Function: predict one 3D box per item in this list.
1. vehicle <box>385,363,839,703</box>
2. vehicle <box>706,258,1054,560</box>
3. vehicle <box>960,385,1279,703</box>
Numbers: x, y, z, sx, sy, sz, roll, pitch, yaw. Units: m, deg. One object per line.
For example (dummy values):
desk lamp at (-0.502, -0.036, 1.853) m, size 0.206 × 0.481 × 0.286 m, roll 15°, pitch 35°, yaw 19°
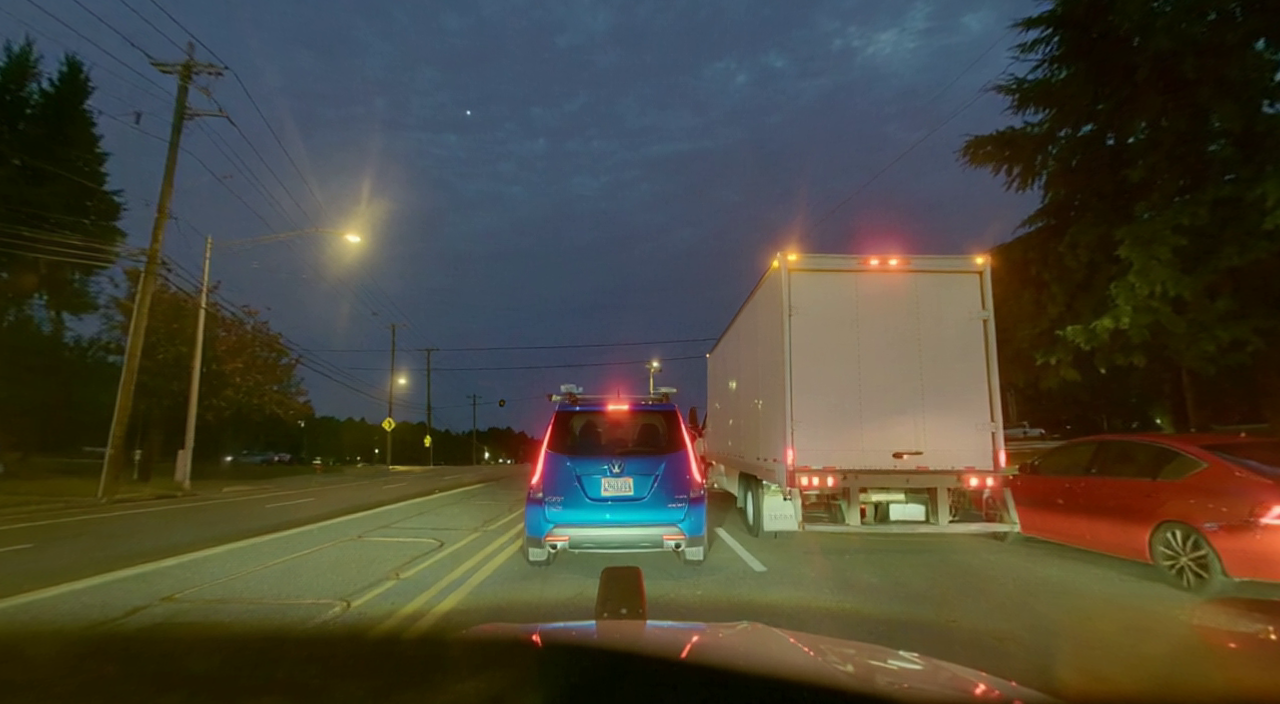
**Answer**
vehicle at (-0.127, 1.227, 5.134) m, size 2.114 × 1.732 × 4.230 m, roll 0°, pitch -8°, yaw 0°
vehicle at (3.228, 1.250, 11.832) m, size 2.915 × 3.559 × 8.848 m, roll 0°, pitch -8°, yaw -1°
vehicle at (2.826, 0.749, 1.190) m, size 1.971 × 1.484 × 4.728 m, roll 0°, pitch -8°, yaw 0°
